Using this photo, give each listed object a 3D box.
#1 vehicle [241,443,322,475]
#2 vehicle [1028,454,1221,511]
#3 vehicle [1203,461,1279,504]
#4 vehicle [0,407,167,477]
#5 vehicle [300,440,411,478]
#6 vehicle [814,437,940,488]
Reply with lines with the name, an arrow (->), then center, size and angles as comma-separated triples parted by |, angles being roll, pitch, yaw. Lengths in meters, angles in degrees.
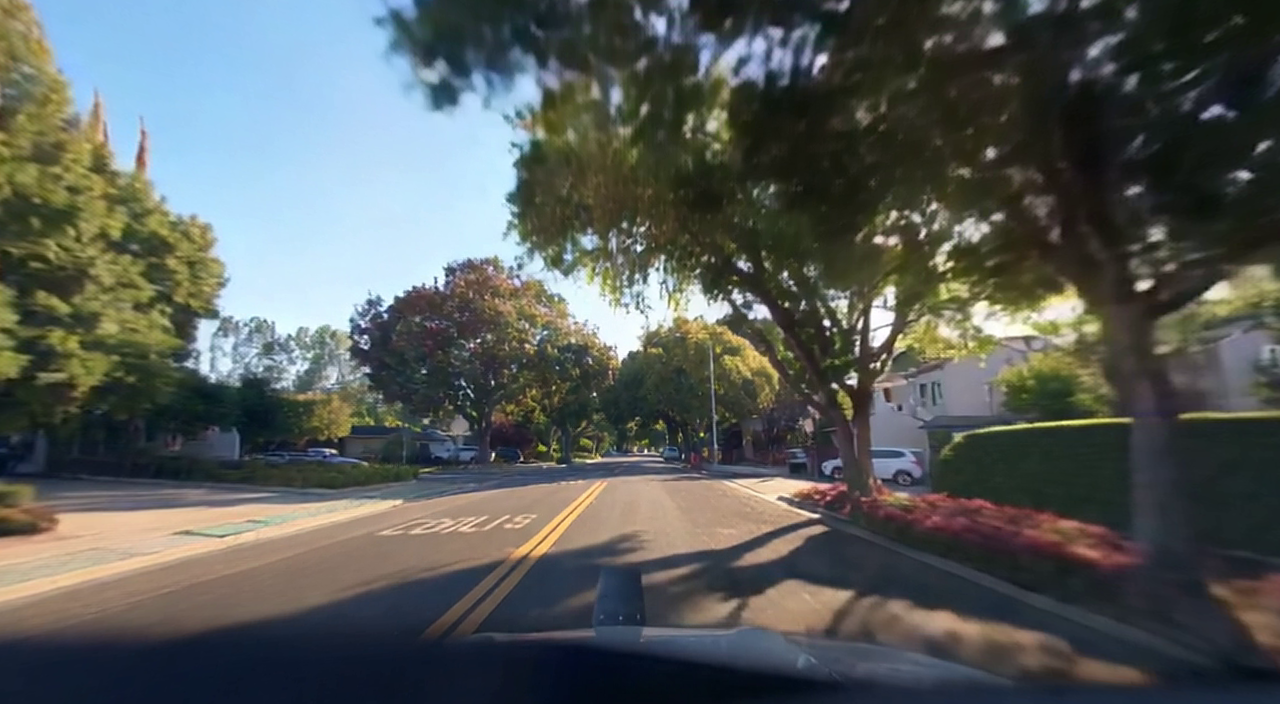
vehicle -> -21.414, 6.372, 37.677 | 4.507, 1.774, 1.923 | -5, -9, 27
vehicle -> 14.439, 3.949, 19.179 | 4.231, 1.493, 1.941 | -7, -10, 27
vehicle -> 26.992, 5.782, 28.179 | 1.916, 1.620, 3.519 | -4, -9, 28
vehicle -> -17.528, 2.885, 19.881 | 4.918, 1.918, 2.002 | -6, -10, 25
vehicle -> -15.601, 5.791, 34.523 | 6.072, 1.882, 2.277 | -5, -9, 29
vehicle -> 10.792, 5.048, 28.847 | 4.854, 1.771, 2.123 | -12, -12, 29
